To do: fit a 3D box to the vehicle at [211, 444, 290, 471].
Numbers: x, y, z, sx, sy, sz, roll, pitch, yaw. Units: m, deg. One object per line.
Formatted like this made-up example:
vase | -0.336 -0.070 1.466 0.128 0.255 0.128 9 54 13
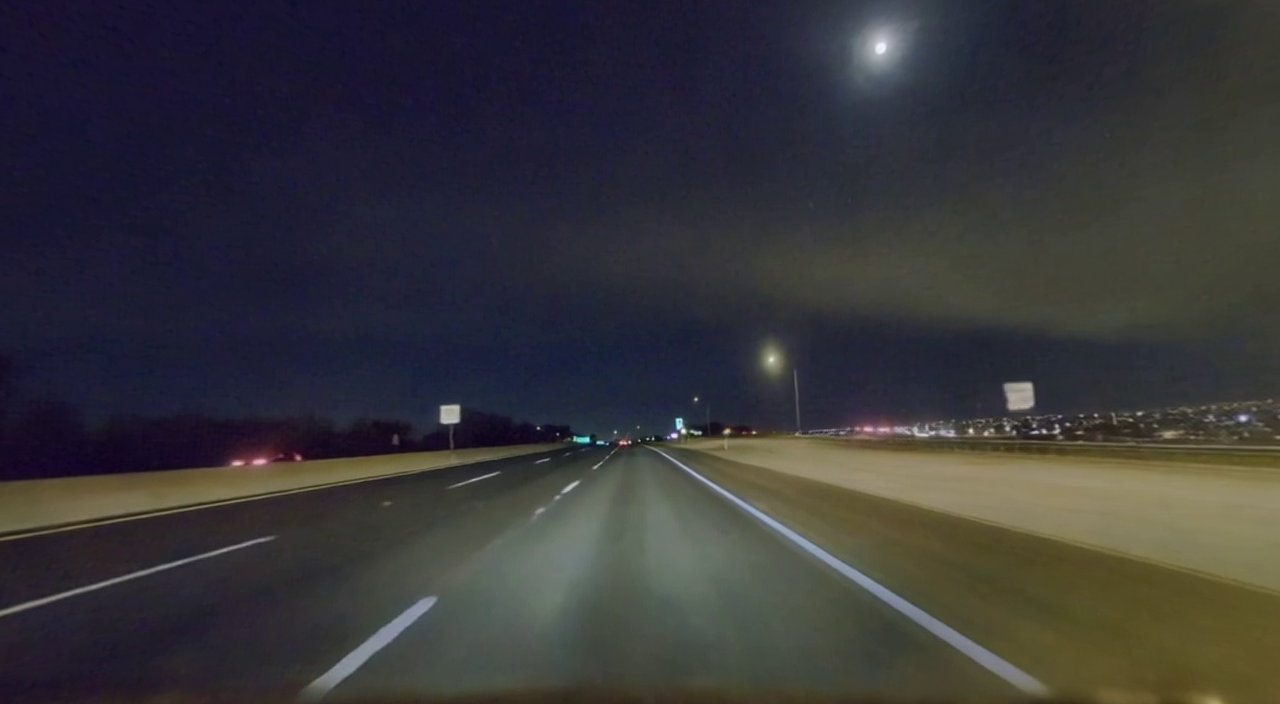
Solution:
vehicle | -23.861 6.447 38.697 1.910 1.536 4.502 0 -8 1
